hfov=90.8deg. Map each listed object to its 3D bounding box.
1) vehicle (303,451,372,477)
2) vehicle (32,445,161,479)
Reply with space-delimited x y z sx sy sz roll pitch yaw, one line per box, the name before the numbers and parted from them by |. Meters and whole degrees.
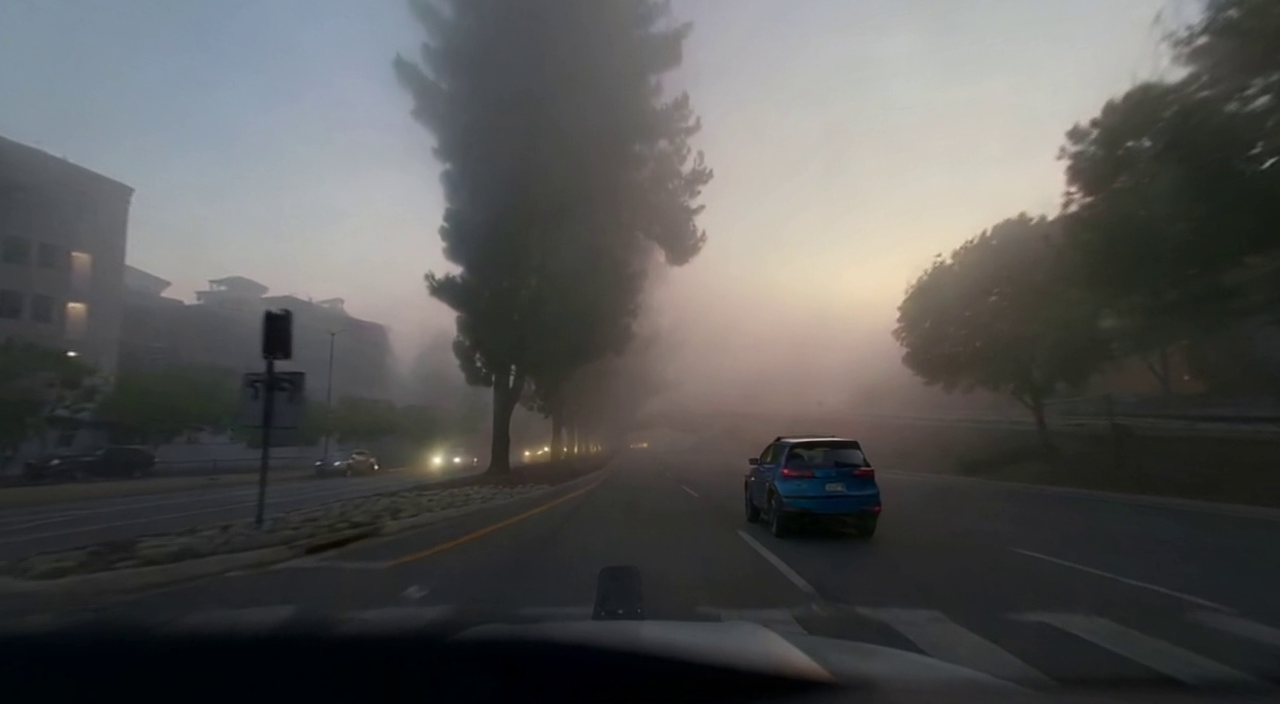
vehicle | -19.047 7.055 39.993 2.001 1.468 4.746 0 -8 0
vehicle | -30.649 6.164 35.834 1.915 1.768 5.060 -5 -10 30
